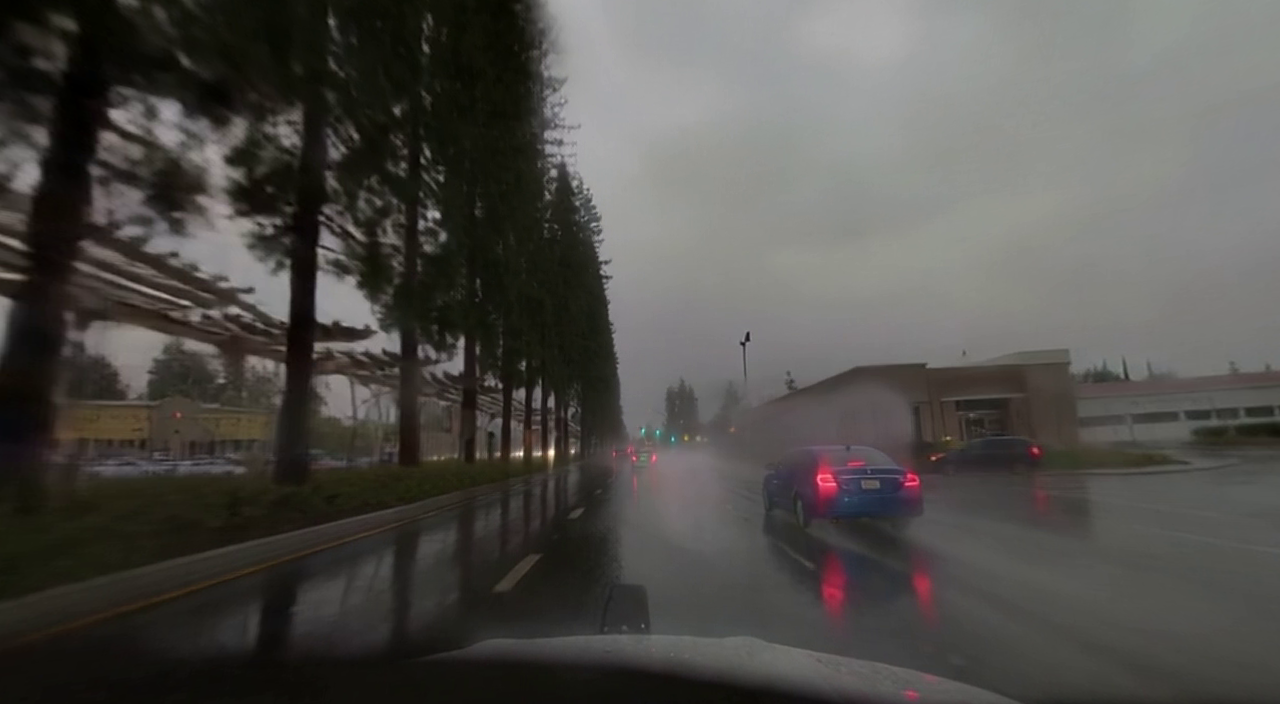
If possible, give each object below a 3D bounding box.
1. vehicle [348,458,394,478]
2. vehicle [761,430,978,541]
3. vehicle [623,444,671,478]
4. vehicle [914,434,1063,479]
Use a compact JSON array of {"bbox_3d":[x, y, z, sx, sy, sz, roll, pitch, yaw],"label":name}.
[{"bbox_3d":[-21.039,9.058,49.463,1.708,1.455,4.281,0,-9,0],"label":"vehicle"},{"bbox_3d":[3.576,2.158,10.862,2.067,1.497,4.327,0,-9,-1],"label":"vehicle"},{"bbox_3d":[0.316,5.218,30.547,2.144,1.505,4.128,0,-9,0],"label":"vehicle"},{"bbox_3d":[13.930,4.223,25.521,4.718,1.686,2.272,-2,-9,11],"label":"vehicle"}]
